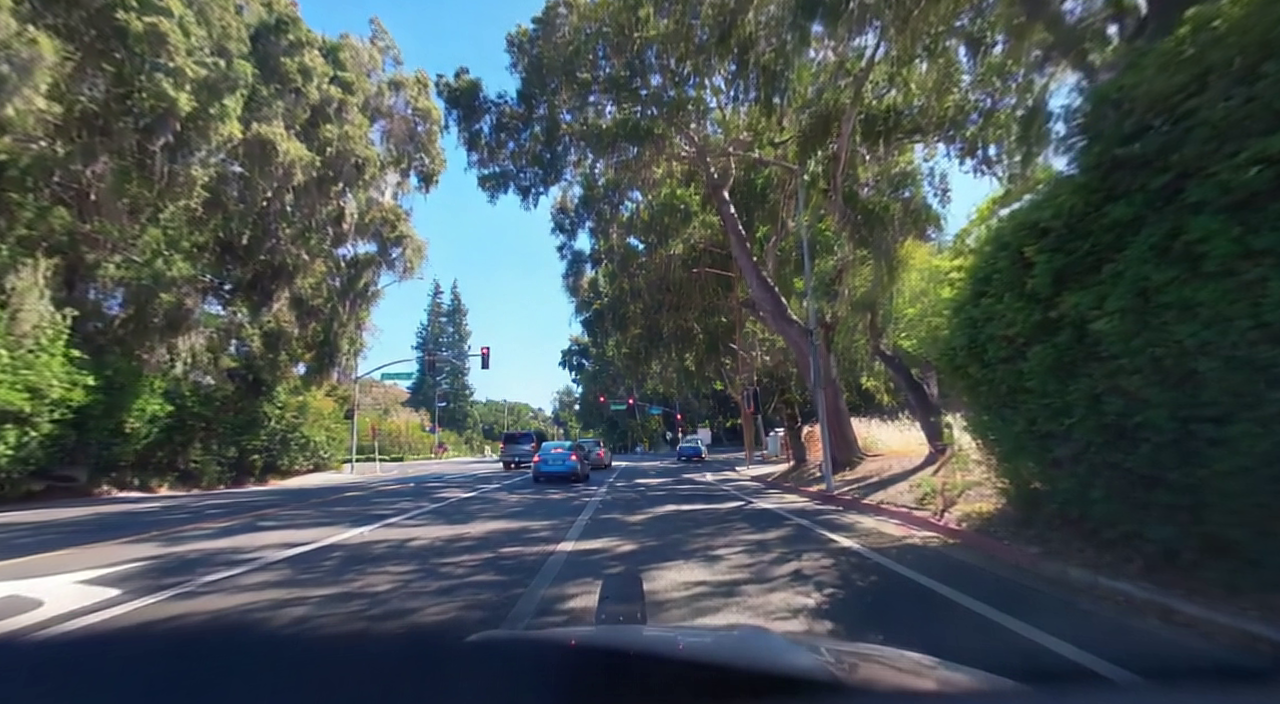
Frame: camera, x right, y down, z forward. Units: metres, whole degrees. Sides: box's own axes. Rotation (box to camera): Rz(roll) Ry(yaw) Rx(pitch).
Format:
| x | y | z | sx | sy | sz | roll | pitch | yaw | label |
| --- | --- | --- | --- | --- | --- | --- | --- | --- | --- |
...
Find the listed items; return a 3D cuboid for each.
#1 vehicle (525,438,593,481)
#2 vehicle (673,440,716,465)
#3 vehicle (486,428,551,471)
| x | y | z | sx | sy | sz | roll | pitch | yaw | label |
| --- | --- | --- | --- | --- | --- | --- | --- | --- | --- |
| -2.975 | 4.049 | 23.981 | 1.979 | 1.492 | 3.930 | 0 | -9 | 1 | vehicle |
| 3.388 | 6.139 | 38.638 | 1.945 | 1.410 | 4.284 | -2 | -9 | 14 | vehicle |
| -6.161 | 5.064 | 32.781 | 2.390 | 2.020 | 5.085 | 0 | -9 | 0 | vehicle |
